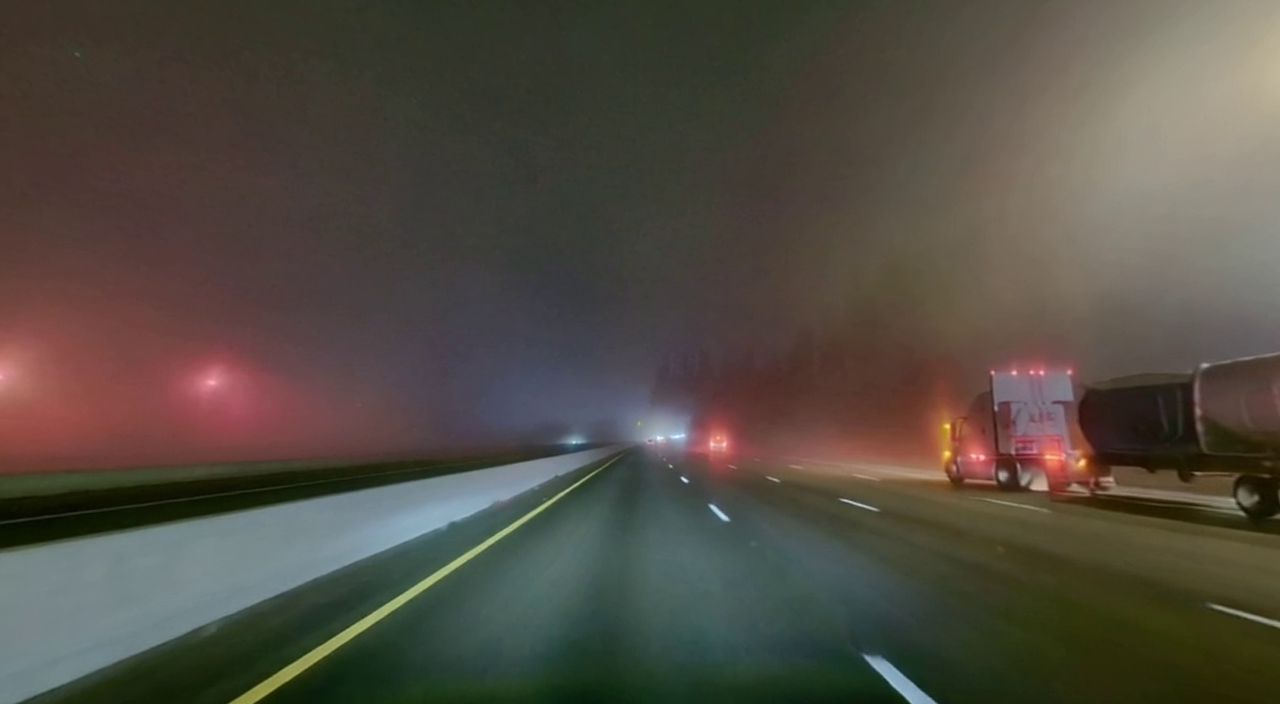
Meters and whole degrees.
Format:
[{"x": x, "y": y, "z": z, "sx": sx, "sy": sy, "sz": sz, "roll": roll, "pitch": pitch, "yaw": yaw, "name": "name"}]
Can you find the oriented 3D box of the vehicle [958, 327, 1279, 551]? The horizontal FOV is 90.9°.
[{"x": 10.742, "y": 1.774, "z": 12.682, "sx": 2.960, "sy": 3.207, "sz": 10.950, "roll": 0, "pitch": -8, "yaw": 0, "name": "vehicle"}]
